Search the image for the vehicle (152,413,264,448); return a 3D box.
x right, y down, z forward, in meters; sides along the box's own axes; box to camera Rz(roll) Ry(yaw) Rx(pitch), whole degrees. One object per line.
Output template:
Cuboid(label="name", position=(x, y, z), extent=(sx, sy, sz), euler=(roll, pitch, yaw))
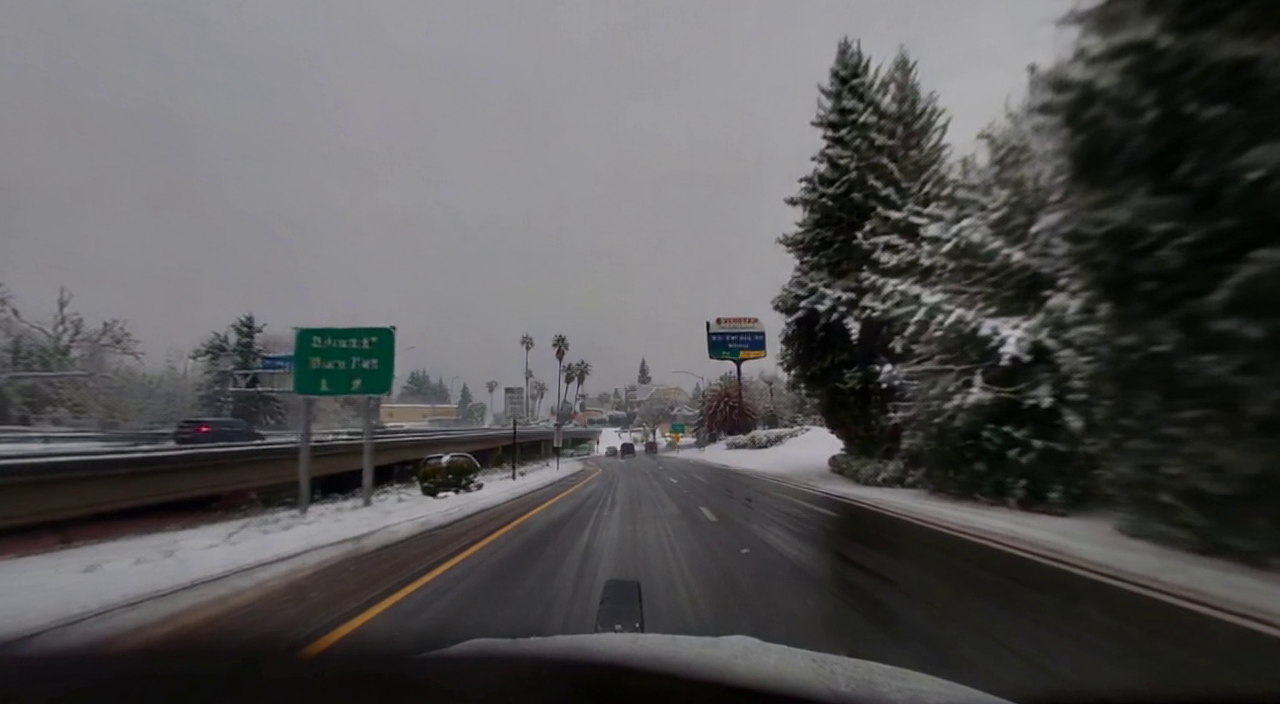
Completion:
Cuboid(label="vehicle", position=(-19.470, 3.628, 28.791), extent=(1.931, 1.451, 4.683), euler=(0, -8, -2))
